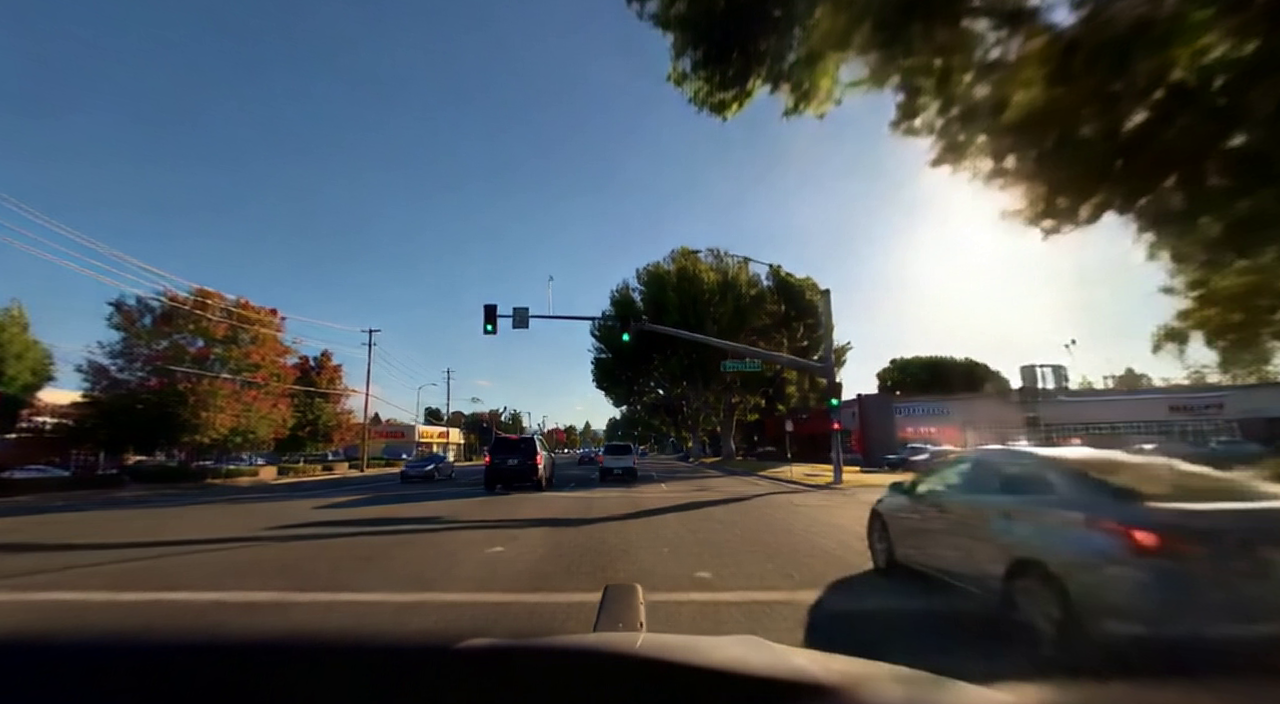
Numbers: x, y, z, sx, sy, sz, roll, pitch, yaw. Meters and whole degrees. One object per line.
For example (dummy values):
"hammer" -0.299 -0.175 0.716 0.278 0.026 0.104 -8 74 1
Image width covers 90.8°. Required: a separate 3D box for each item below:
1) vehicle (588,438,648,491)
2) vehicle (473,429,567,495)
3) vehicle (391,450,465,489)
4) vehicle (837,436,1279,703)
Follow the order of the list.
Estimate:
"vehicle" -0.775 4.189 23.872 2.061 1.809 4.141 0 -9 -1
"vehicle" -4.024 3.826 22.330 2.252 1.999 5.605 0 -9 0
"vehicle" -9.302 5.142 28.095 1.867 1.427 4.371 -3 -8 -1
"vehicle" 3.635 1.538 5.717 2.207 1.447 4.418 0 -9 -1
